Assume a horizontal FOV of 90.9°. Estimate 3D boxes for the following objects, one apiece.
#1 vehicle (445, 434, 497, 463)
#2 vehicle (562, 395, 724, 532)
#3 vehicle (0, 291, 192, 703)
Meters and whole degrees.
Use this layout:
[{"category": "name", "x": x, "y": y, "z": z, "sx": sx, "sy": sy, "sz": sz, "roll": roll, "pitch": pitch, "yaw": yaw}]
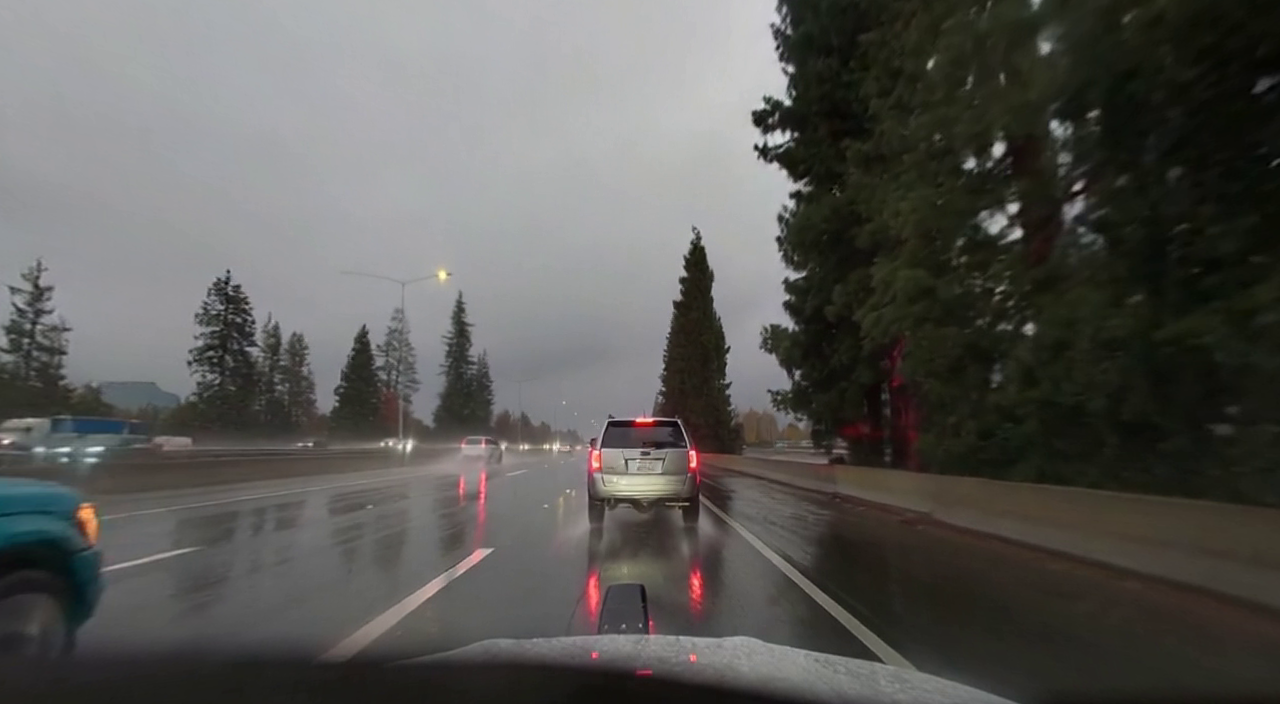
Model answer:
[{"category": "vehicle", "x": -10.816, "y": 6.219, "z": 40.721, "sx": 2.009, "sy": 1.771, "sz": 4.540, "roll": 0, "pitch": -8, "yaw": 1}, {"category": "vehicle", "x": 0.023, "y": 1.997, "z": 11.763, "sx": 2.395, "sy": 2.013, "sz": 4.734, "roll": 0, "pitch": -8, "yaw": -1}, {"category": "vehicle", "x": -4.101, "y": 0.476, "z": 1.088, "sx": 2.486, "sy": 1.962, "sz": 5.525, "roll": 0, "pitch": -8, "yaw": 1}]
